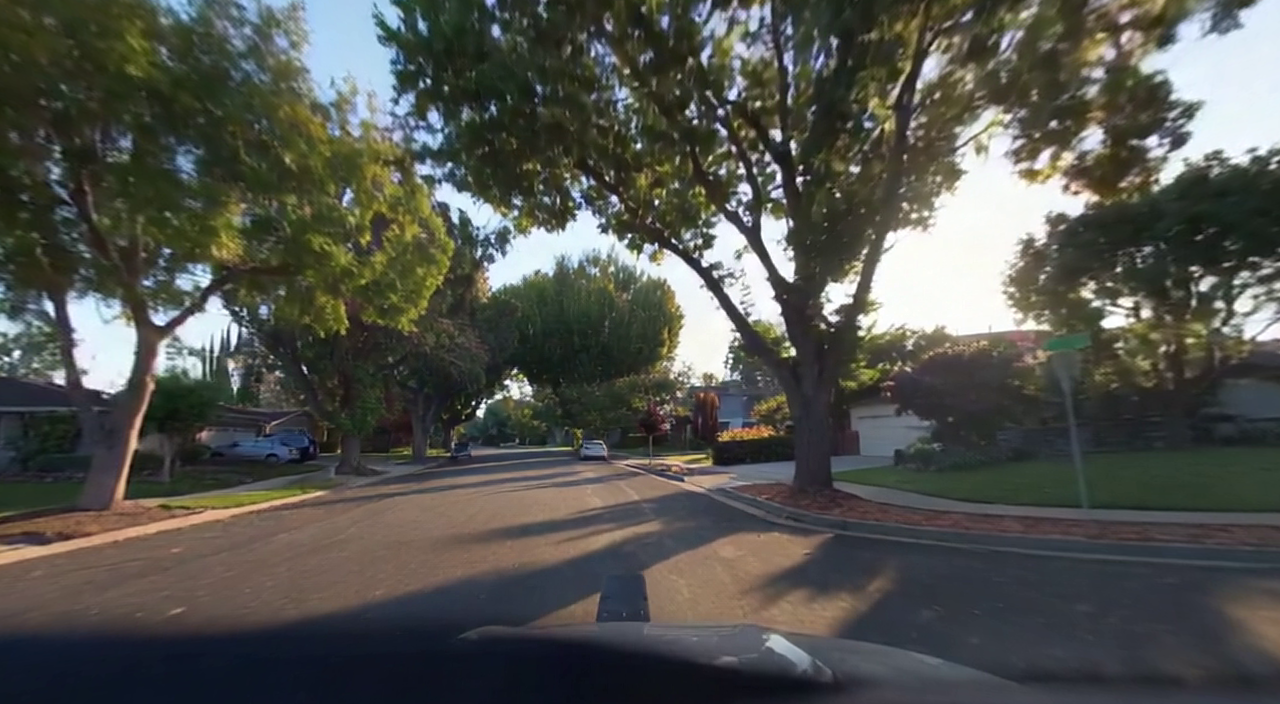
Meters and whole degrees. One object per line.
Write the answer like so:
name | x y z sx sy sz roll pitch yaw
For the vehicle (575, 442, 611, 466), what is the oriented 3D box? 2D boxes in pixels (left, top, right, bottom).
vehicle | -3.153 6.673 41.430 2.088 1.429 4.796 1 -8 -7

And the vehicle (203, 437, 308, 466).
vehicle | -20.806 5.370 34.122 4.344 1.483 1.928 0 -8 -4
